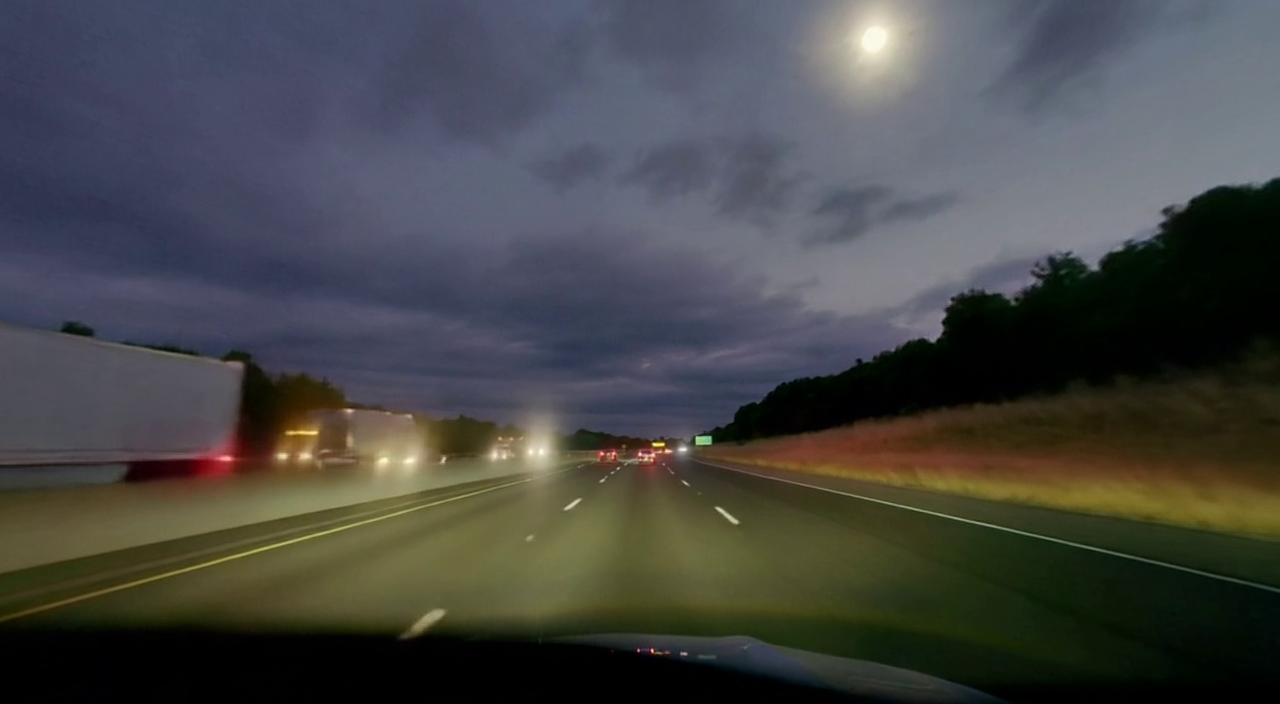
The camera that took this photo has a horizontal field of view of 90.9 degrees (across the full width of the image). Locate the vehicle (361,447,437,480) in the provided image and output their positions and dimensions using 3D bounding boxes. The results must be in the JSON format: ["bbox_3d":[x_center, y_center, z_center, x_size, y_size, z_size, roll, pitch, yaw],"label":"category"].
[{"bbox_3d":[-11.482,5.330,30.363,2.007,1.490,4.119,0,-9,1],"label":"vehicle"}]

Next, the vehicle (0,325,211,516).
[{"bbox_3d":[-15.396,1.356,12.872,2.870,4.109,14.317,0,-9,1],"label":"vehicle"}]

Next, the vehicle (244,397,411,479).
[{"bbox_3d":[-18.505,5.484,39.262,2.883,4.113,14.175,0,-9,1],"label":"vehicle"}]
